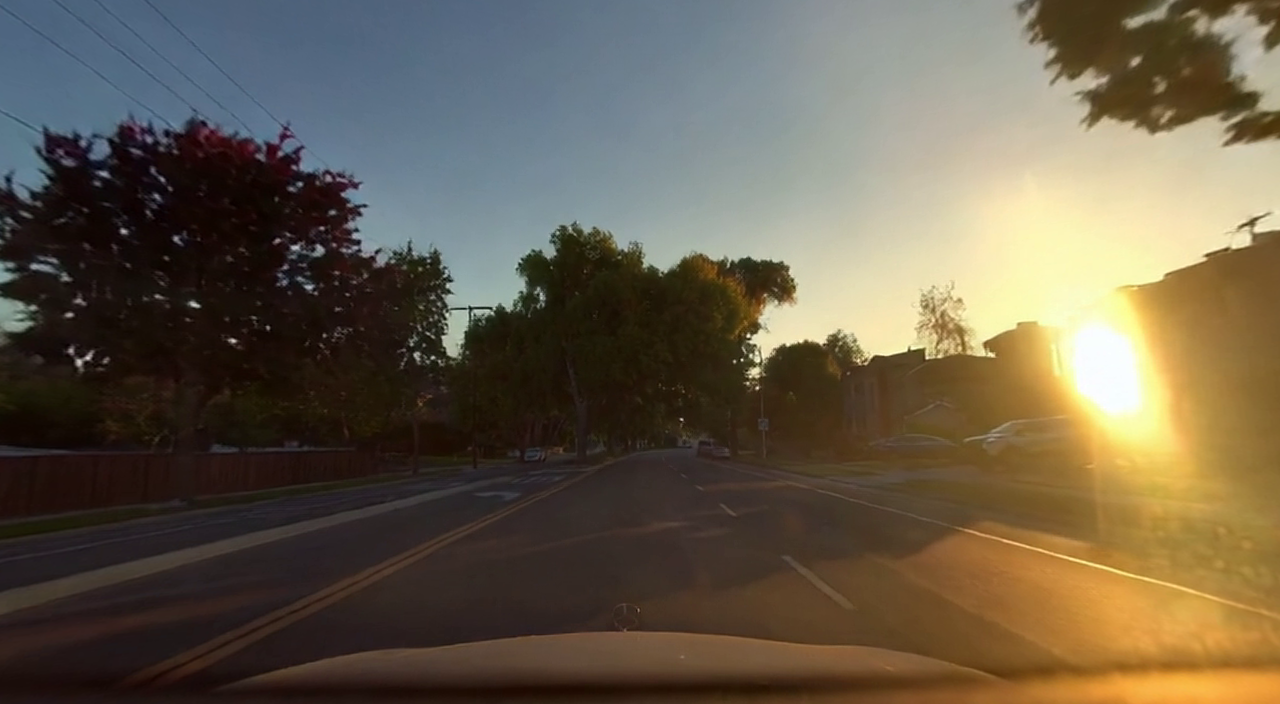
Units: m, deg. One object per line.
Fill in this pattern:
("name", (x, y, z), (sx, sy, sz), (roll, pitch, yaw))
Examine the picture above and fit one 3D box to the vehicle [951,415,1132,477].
("vehicle", (13.569, 3.206, 21.656), (4.711, 1.979, 2.019), (-1, -8, 4))
